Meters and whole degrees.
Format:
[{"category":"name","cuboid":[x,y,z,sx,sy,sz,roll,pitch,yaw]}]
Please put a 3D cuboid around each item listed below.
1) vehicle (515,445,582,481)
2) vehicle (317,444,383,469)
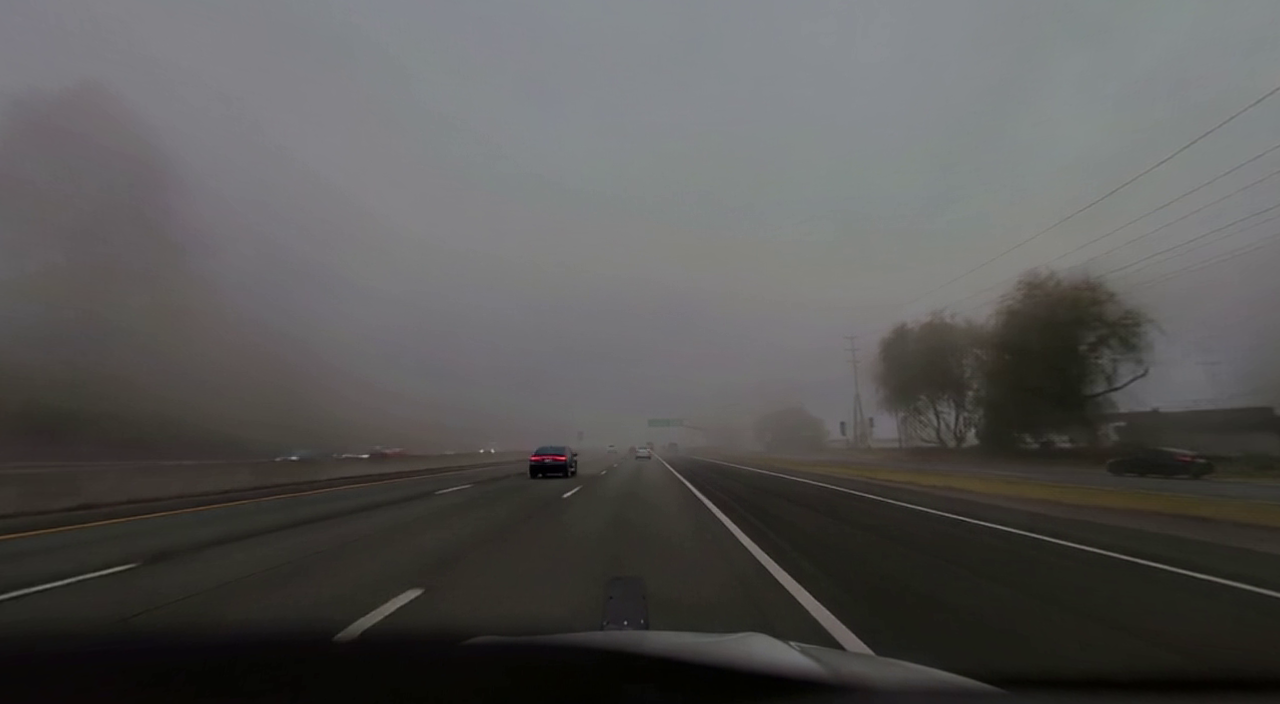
[{"category":"vehicle","cuboid":[-3.748,4.614,26.595,2.048,1.368,4.613,0,-9,1]},{"category":"vehicle","cuboid":[-18.008,6.494,39.373,1.876,1.409,4.483,0,-9,1]}]
